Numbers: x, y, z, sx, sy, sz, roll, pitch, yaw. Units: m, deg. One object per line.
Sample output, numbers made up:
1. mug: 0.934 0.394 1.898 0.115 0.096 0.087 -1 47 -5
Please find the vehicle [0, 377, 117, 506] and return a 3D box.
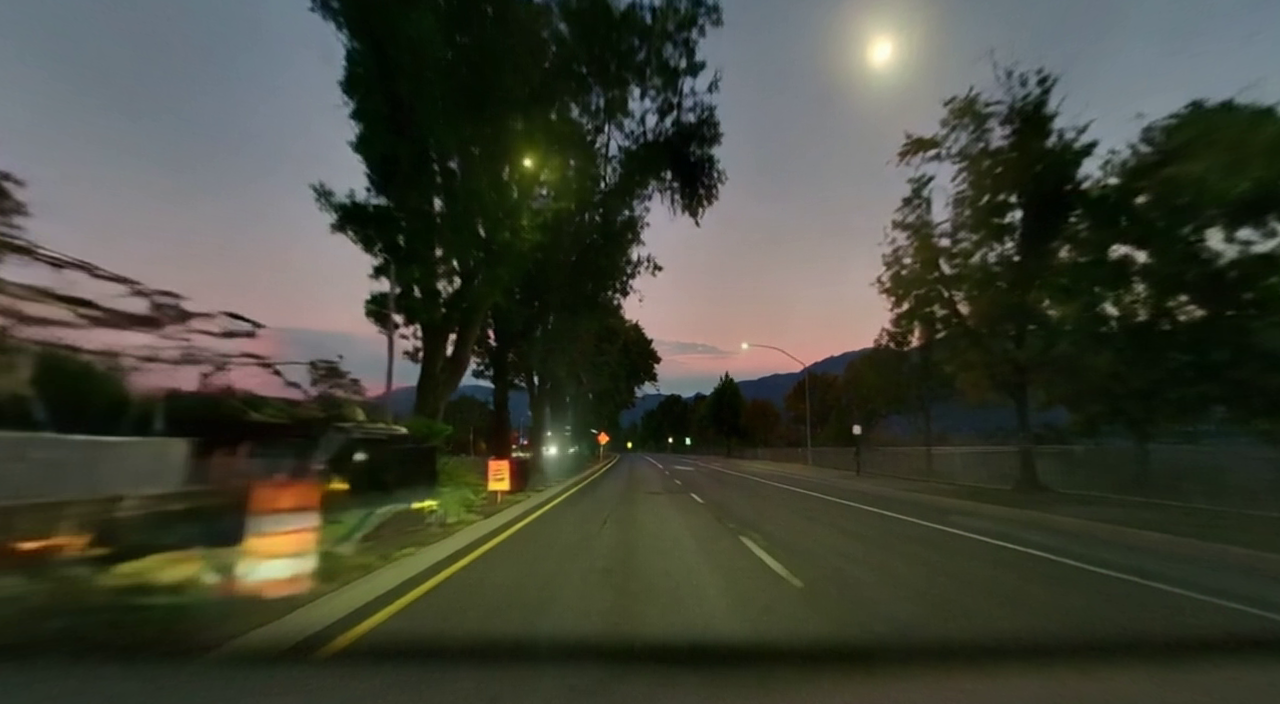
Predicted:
1. vehicle: -19.104 2.179 15.437 2.956 3.466 10.408 -1 -9 5
